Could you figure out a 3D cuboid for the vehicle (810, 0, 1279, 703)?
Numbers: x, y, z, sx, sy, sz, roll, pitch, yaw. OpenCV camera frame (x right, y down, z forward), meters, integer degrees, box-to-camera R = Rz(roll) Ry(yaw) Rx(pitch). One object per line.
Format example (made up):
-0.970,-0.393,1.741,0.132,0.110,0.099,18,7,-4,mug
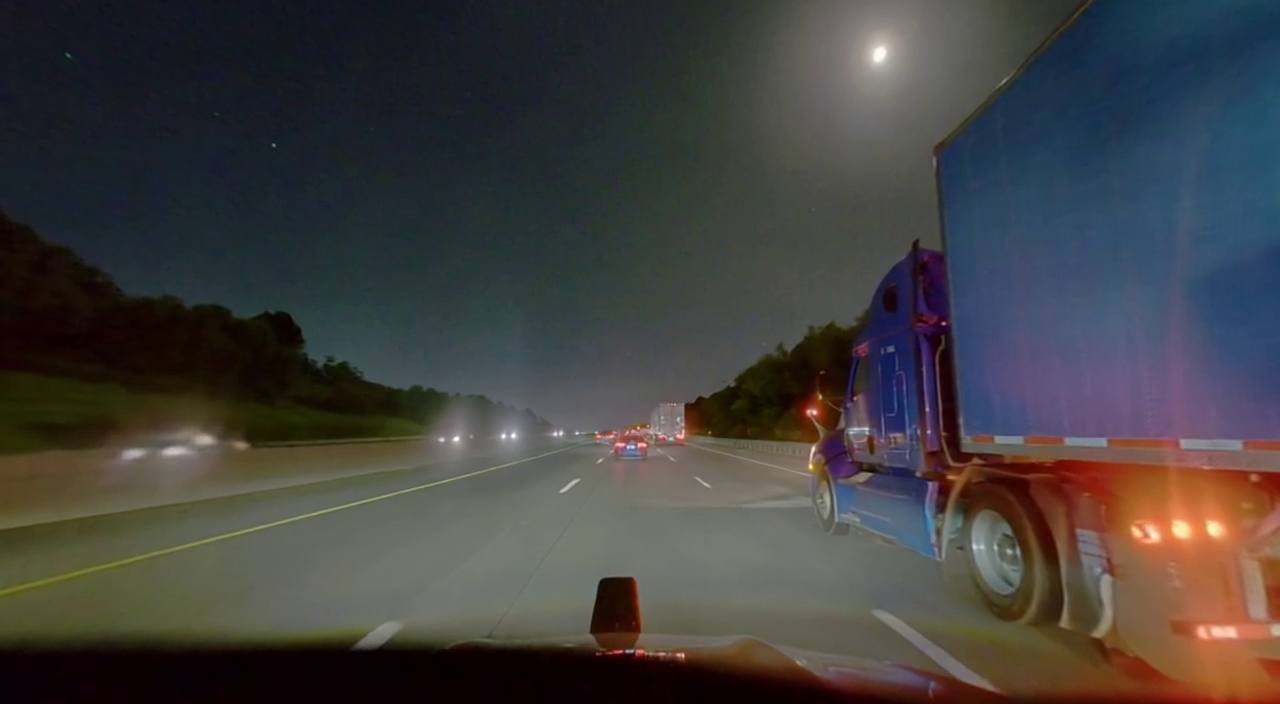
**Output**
3.580,-0.112,1.757,2.919,3.634,10.888,0,-8,-1,vehicle

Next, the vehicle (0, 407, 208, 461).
-40.613,6.059,49.126,2.834,3.320,15.990,-2,-5,0,vehicle

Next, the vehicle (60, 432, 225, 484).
-15.424,3.266,19.877,1.845,1.459,4.153,0,-8,-1,vehicle

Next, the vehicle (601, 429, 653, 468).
-0.519,3.856,25.447,1.929,1.469,3.677,0,-8,-1,vehicle
